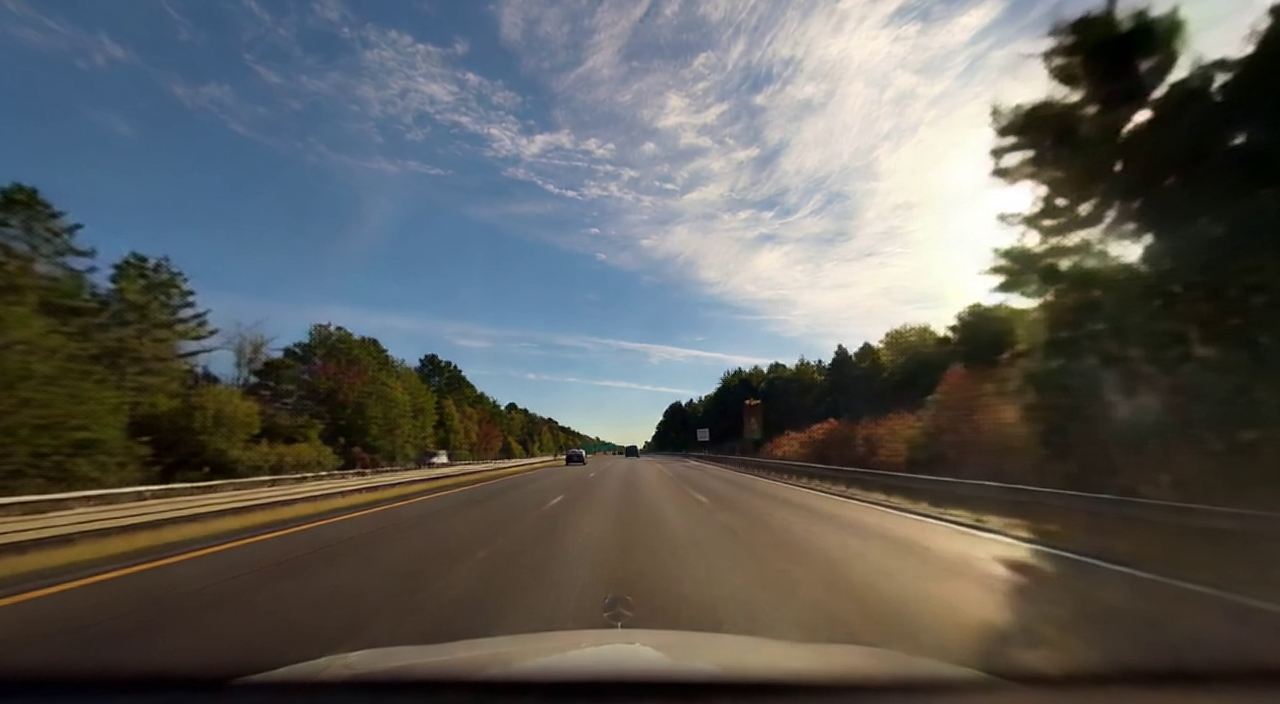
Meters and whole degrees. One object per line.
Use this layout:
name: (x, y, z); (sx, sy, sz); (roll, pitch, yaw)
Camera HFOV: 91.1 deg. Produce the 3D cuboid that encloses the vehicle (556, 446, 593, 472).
vehicle: (-4.042, 6.710, 39.591); (1.970, 1.492, 3.944); (0, -9, -1)
